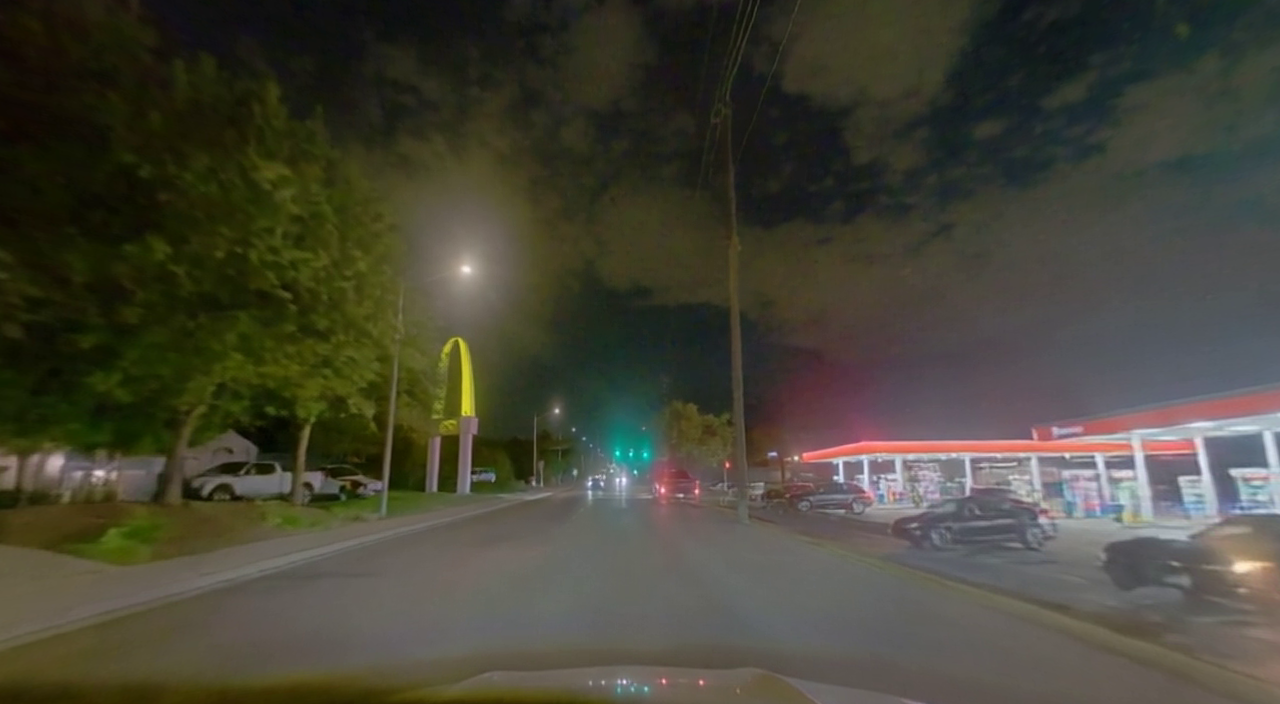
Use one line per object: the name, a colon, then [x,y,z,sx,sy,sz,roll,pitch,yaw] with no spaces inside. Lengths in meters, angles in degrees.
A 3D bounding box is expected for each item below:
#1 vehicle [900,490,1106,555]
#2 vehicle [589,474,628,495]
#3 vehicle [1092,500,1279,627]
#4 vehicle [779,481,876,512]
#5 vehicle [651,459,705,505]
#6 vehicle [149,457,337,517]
vehicle: [9.283,4.380,16.390,4.169,1.474,1.850,0,-11,-1]
vehicle: [-2.249,9.689,46.337,1.993,1.454,3.810,-2,-11,11]
vehicle: [9.371,2.909,9.011,4.316,1.462,1.921,0,-11,-2]
vehicle: [9.082,7.022,30.717,4.123,1.446,1.807,0,-11,-3]
vehicle: [1.791,6.551,31.898,2.153,2.074,5.188,1,-11,-3]
vehicle: [-12.416,4.226,19.930,4.575,1.641,2.006,10,-15,-43]
